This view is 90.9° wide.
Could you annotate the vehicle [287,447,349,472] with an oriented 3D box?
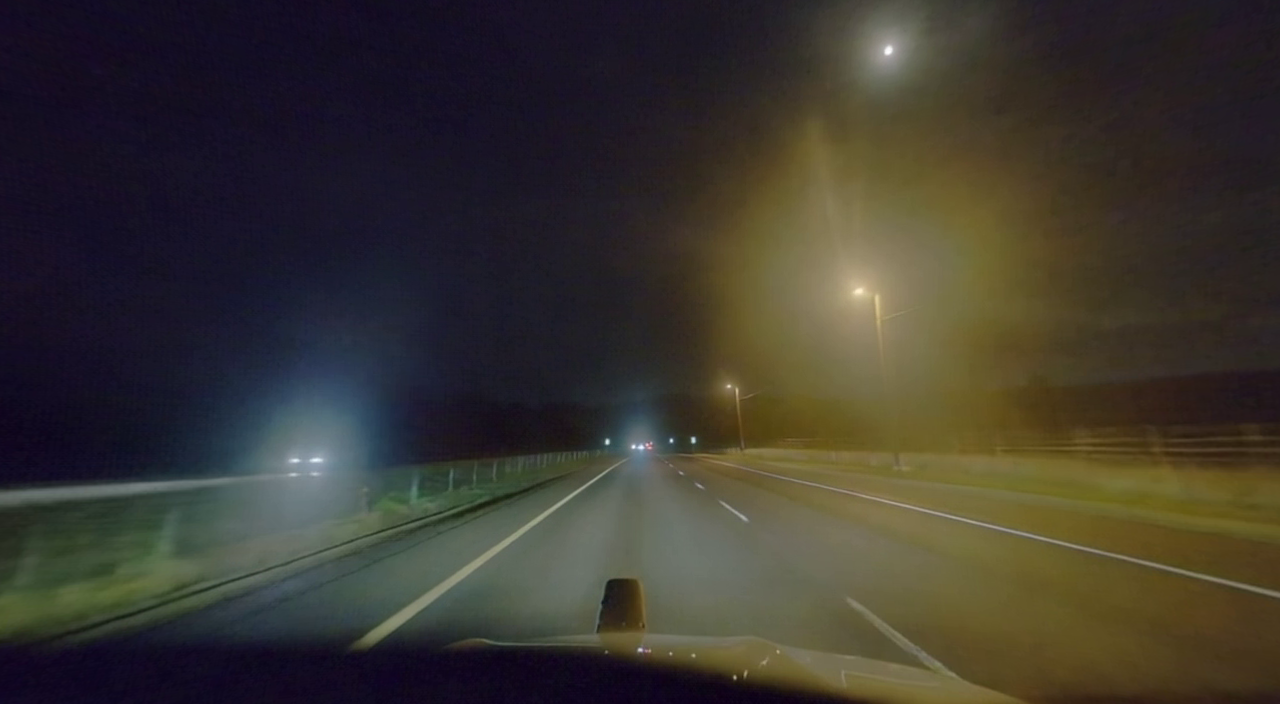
[{"bbox_3d":[-24.590,8.173,48.395,2.062,1.769,5.054,-1,-8,1],"label":"vehicle"}]
